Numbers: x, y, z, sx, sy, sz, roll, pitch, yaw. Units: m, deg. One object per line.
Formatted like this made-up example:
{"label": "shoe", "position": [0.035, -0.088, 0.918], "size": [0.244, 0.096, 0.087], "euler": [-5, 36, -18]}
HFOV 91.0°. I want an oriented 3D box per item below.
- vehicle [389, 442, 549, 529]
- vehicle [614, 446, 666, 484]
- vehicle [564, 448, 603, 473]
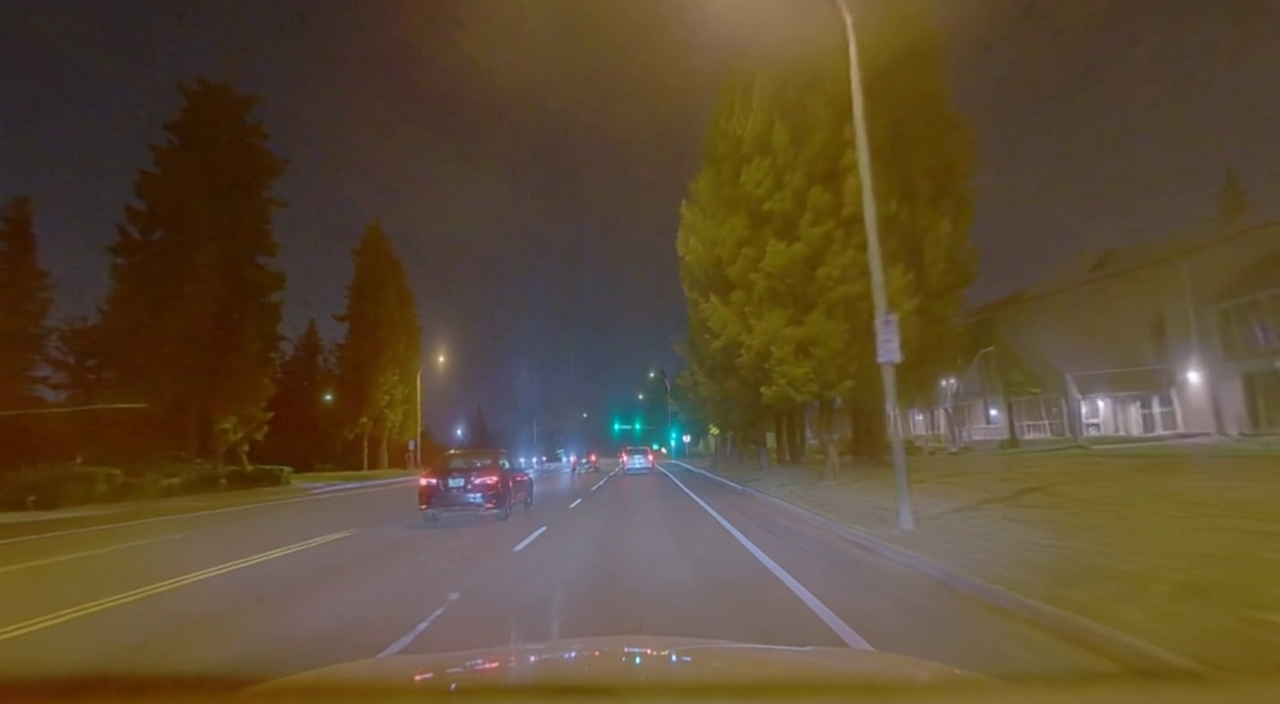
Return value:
{"label": "vehicle", "position": [-3.230, 2.611, 12.959], "size": [2.030, 1.467, 4.403], "euler": [0, -9, 0]}
{"label": "vehicle", "position": [-0.016, 4.745, 26.774], "size": [2.065, 1.456, 4.099], "euler": [0, -9, 0]}
{"label": "vehicle", "position": [-3.560, 6.868, 40.185], "size": [2.114, 1.500, 3.912], "euler": [0, -9, 0]}
